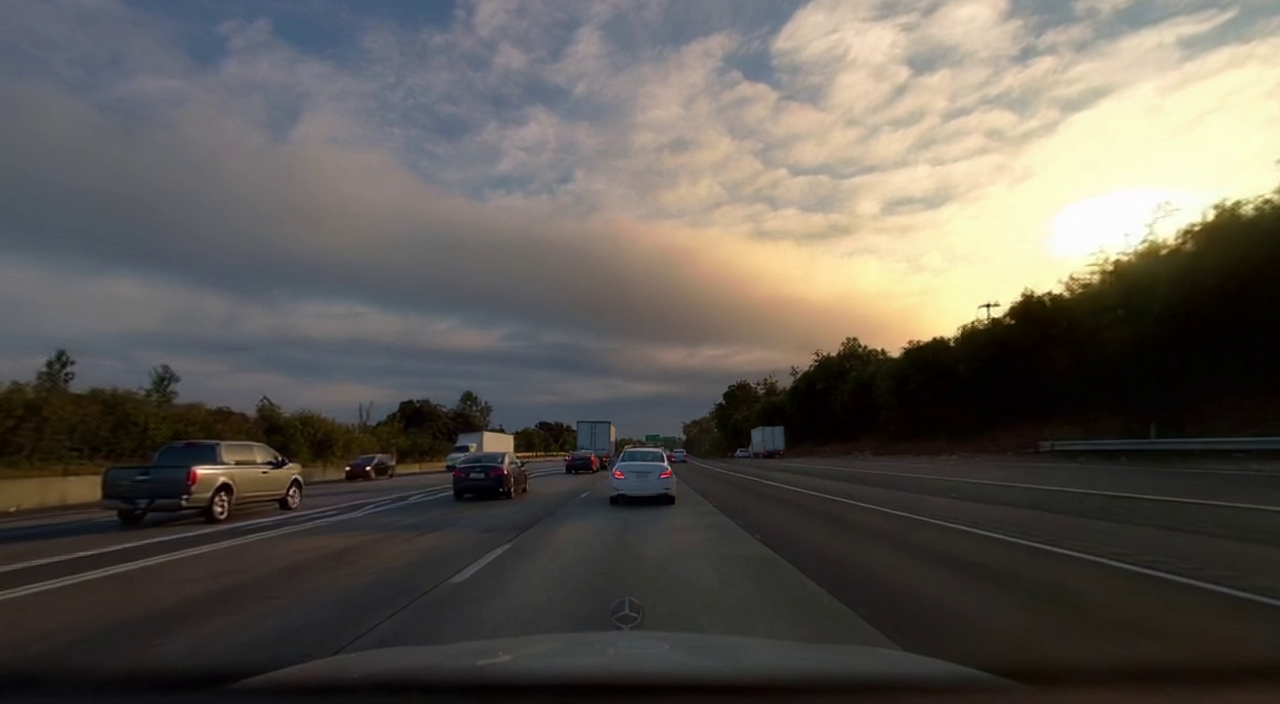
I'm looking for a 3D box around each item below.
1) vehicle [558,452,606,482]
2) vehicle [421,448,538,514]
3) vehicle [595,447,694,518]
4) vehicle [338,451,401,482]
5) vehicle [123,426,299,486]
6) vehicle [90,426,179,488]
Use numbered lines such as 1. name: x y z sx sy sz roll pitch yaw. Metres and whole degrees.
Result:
1. vehicle: -3.082 5.915 32.669 1.952 1.402 4.184 2 -9 -12
2. vehicle: -4.115 3.363 16.965 1.929 1.509 4.331 0 -9 1
3. vehicle: 0.085 3.010 15.024 2.057 1.449 3.931 0 -9 0
4. vehicle: -15.706 6.633 36.778 1.860 1.673 3.921 0 -9 1
5. vehicle: -31.806 7.906 48.187 2.820 3.863 14.416 -1 -9 2
6. vehicle: -32.079 6.675 40.114 2.830 3.760 2.909 0 -9 2
